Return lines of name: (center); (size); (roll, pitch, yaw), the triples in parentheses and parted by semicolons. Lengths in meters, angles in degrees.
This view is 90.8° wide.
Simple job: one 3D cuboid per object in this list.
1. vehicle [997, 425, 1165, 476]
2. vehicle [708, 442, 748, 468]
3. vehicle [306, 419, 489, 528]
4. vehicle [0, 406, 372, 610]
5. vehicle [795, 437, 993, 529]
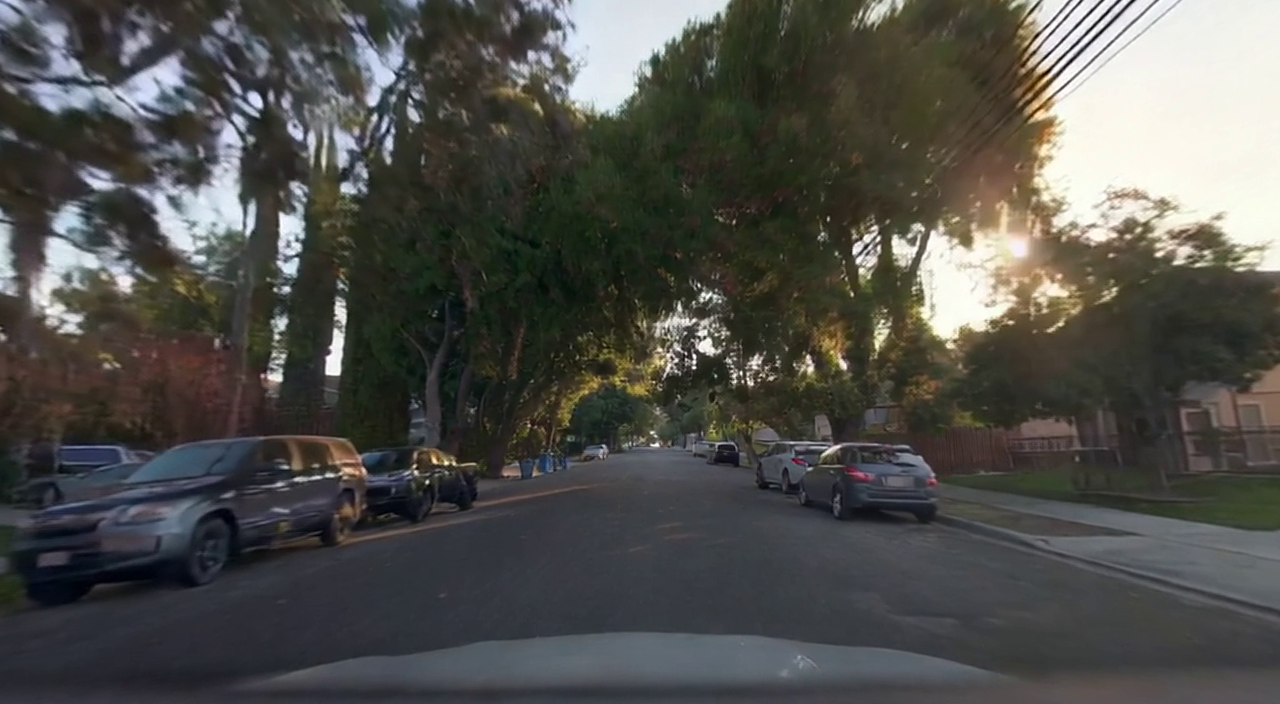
vehicle: (17.519, 3.936, 25.309); (4.927, 1.799, 2.245); (-2, -9, 1)
vehicle: (5.418, 6.382, 39.206); (1.906, 1.503, 4.498); (0, -9, 1)
vehicle: (-5.048, 2.608, 13.966); (2.156, 1.859, 4.573); (-4, -9, 1)
vehicle: (-5.443, 1.801, 8.032); (2.118, 1.753, 4.377); (-4, -9, 1)
vehicle: (4.818, 2.546, 12.985); (2.090, 1.489, 4.952); (0, -9, 1)
